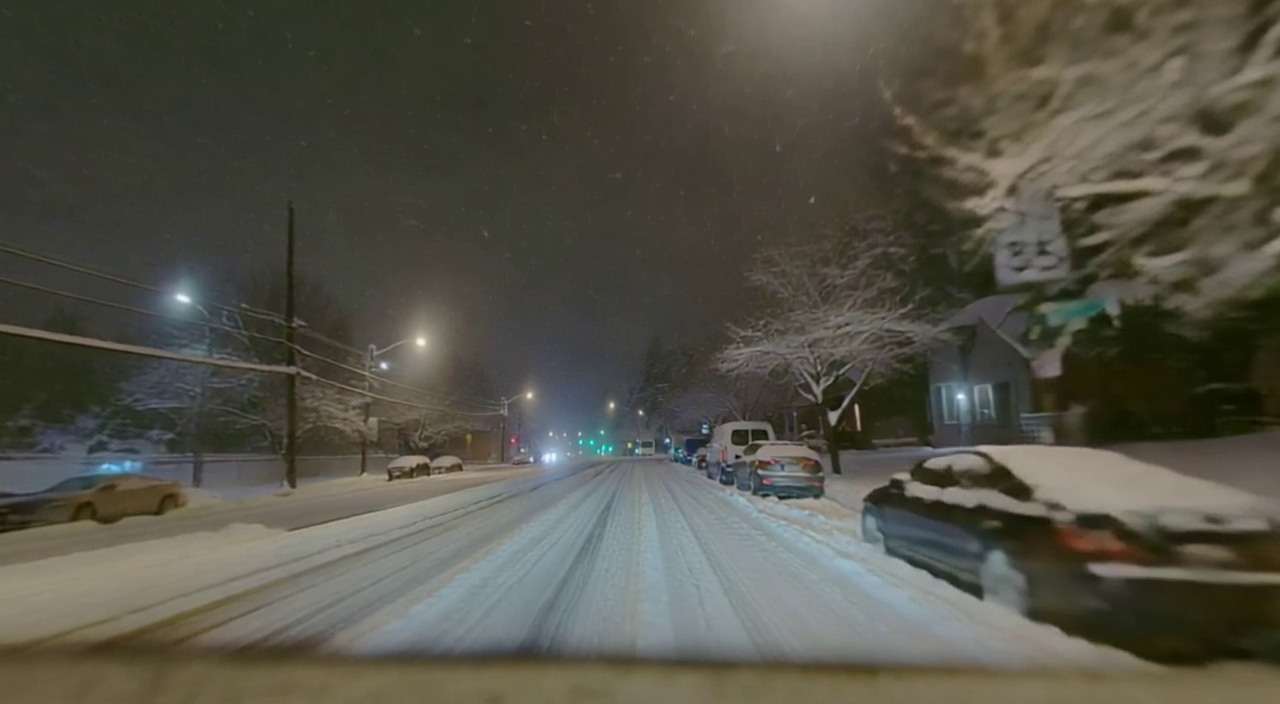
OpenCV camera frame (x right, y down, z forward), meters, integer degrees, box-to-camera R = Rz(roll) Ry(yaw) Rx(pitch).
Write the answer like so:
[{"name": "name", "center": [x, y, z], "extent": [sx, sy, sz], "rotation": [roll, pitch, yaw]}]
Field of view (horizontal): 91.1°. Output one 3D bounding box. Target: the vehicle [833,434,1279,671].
[{"name": "vehicle", "center": [3.488, 1.549, 6.051], "extent": [1.827, 1.422, 4.340], "rotation": [0, -9, 0]}]

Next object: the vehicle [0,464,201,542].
[{"name": "vehicle", "center": [-13.162, 3.520, 15.253], "extent": [1.821, 1.468, 4.408], "rotation": [0, -9, -1]}]

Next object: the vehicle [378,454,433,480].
[{"name": "vehicle", "center": [-15.363, 7.550, 41.391], "extent": [1.992, 1.517, 4.426], "rotation": [0, -9, -2]}]

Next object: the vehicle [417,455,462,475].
[{"name": "vehicle", "center": [-15.471, 8.737, 48.711], "extent": [1.944, 1.454, 4.581], "rotation": [0, -9, 1]}]
